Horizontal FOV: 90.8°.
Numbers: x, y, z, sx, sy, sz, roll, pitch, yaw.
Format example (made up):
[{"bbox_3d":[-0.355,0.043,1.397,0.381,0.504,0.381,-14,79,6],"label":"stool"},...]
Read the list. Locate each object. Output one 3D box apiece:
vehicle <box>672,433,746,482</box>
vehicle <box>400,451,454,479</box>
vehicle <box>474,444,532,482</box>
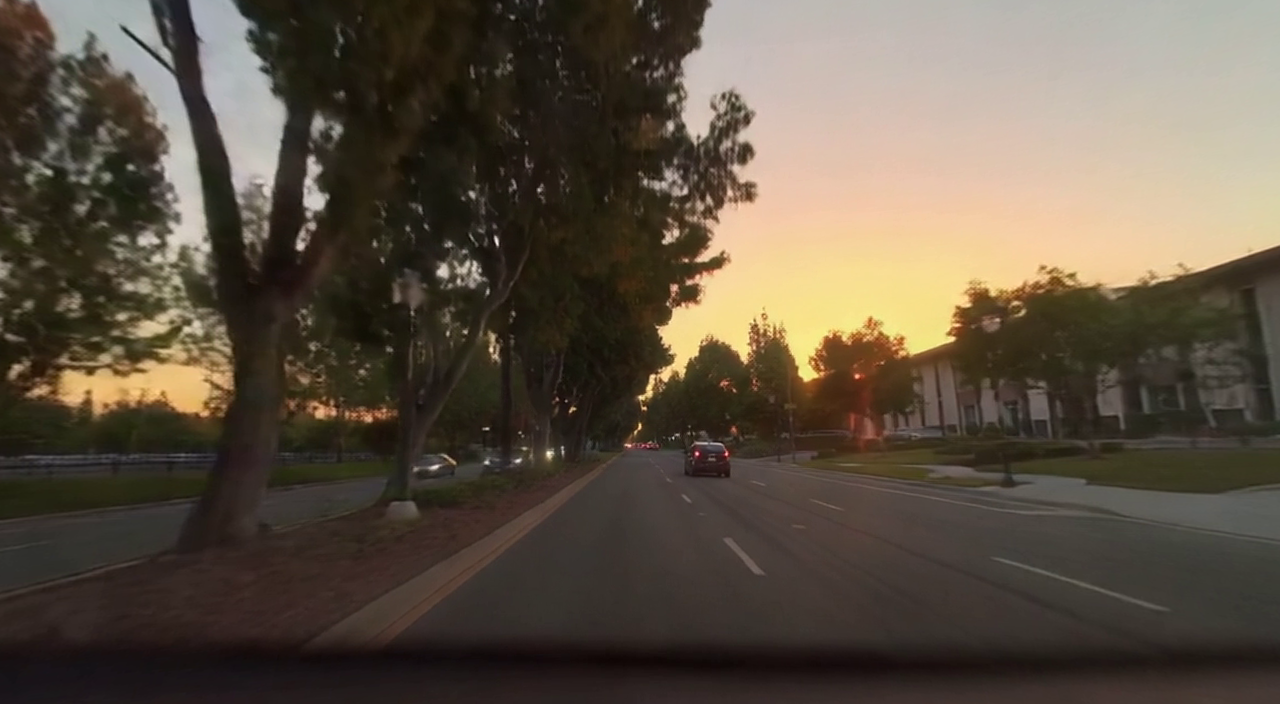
[{"bbox_3d":[2.607,4.173,25.174,2.240,1.740,4.605,0,-9,-2],"label":"vehicle"},{"bbox_3d":[-12.723,6.736,38.001,1.859,1.569,4.166,0,-9,0],"label":"vehicle"},{"bbox_3d":[-6.454,5.259,30.184,1.900,1.671,4.217,0,-9,-1],"label":"vehicle"}]
